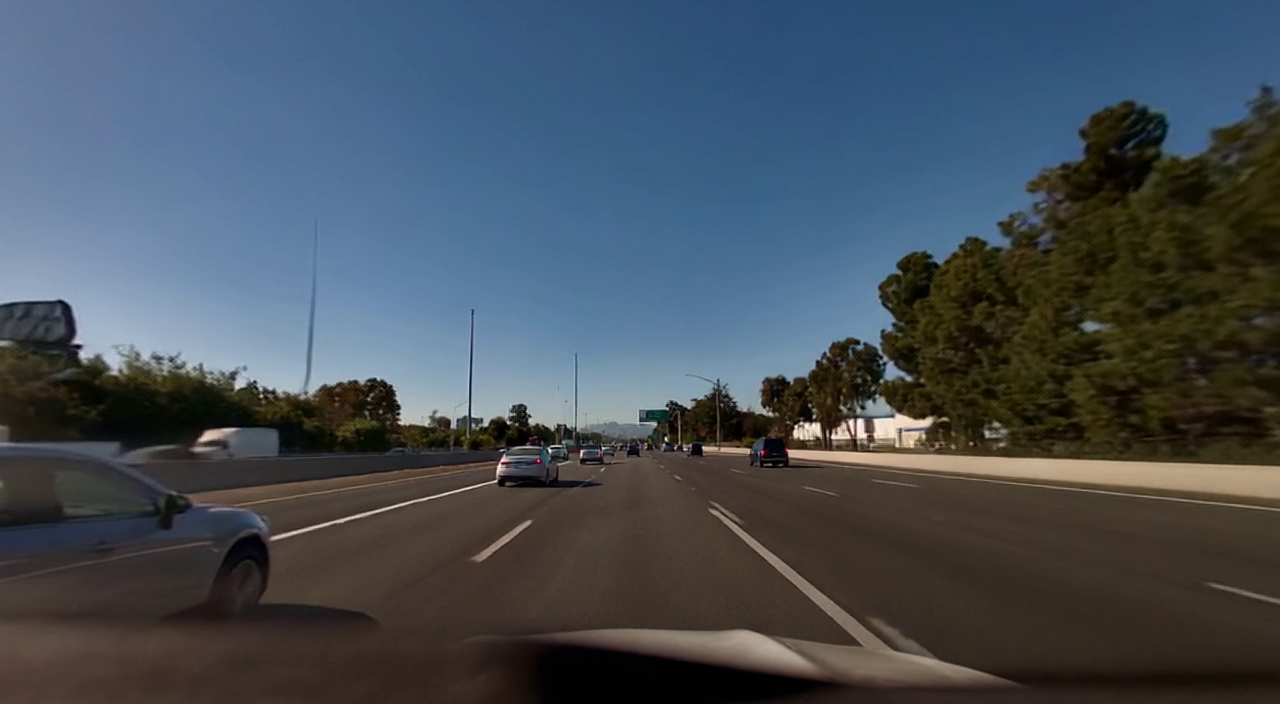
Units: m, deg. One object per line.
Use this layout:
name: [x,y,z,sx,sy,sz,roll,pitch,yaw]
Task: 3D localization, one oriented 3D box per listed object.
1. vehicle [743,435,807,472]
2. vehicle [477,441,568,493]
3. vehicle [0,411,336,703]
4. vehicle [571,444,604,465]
vehicle: [6.797,5.174,32.356,2.147,1.769,4.666,0,-9,-2]
vehicle: [-3.664,3.681,20.611,2.047,1.469,4.614,0,-9,1]
vehicle: [-3.511,1.037,3.001,1.959,1.433,4.291,0,-9,0]
vehicle: [-3.882,7.637,47.139,2.078,1.464,4.093,0,-9,0]
